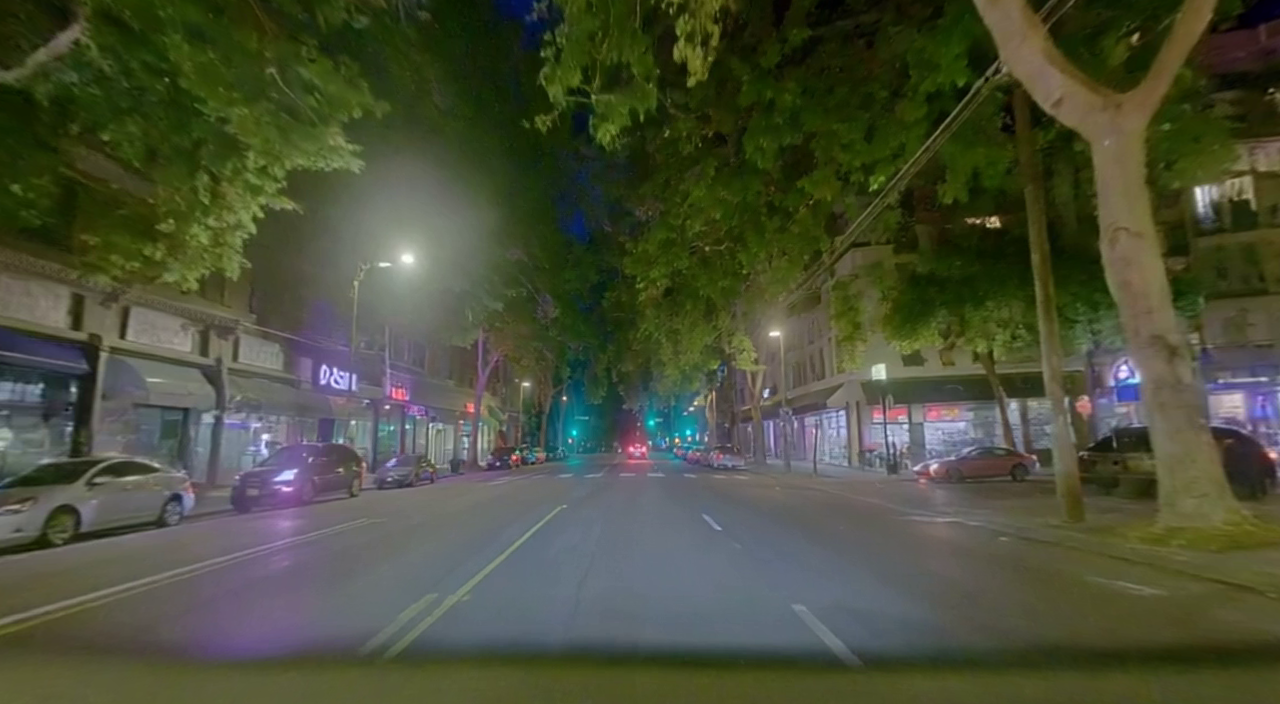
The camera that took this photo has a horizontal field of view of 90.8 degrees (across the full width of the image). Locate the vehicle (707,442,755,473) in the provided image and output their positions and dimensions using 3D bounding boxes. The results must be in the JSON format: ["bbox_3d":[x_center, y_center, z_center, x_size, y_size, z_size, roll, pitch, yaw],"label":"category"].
[{"bbox_3d":[5.474,6.398,38.654,2.042,1.787,5.110,0,-8,-1],"label":"vehicle"}]

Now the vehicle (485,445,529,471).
[{"bbox_3d":[-10.066,8.032,48.344,2.081,1.819,5.607,0,-8,1],"label":"vehicle"}]

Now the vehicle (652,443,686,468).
[{"bbox_3d":[1.915,7.008,43.064,1.998,1.580,4.015,0,-8,-2],"label":"vehicle"}]

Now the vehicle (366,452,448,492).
[{"bbox_3d":[-9.863,5.079,27.233,1.802,1.397,5.226,0,-8,-3],"label":"vehicle"}]

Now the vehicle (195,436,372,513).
[{"bbox_3d":[-9.703,3.339,17.842,2.037,1.826,4.987,0,-8,1],"label":"vehicle"}]

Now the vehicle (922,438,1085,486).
[{"bbox_3d":[13.035,3.964,22.888,4.563,1.633,2.144,0,-8,-1],"label":"vehicle"}]

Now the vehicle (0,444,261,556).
[{"bbox_3d":[-9.683,2.568,11.914,2.025,1.555,5.138,0,-8,-2],"label":"vehicle"}]
